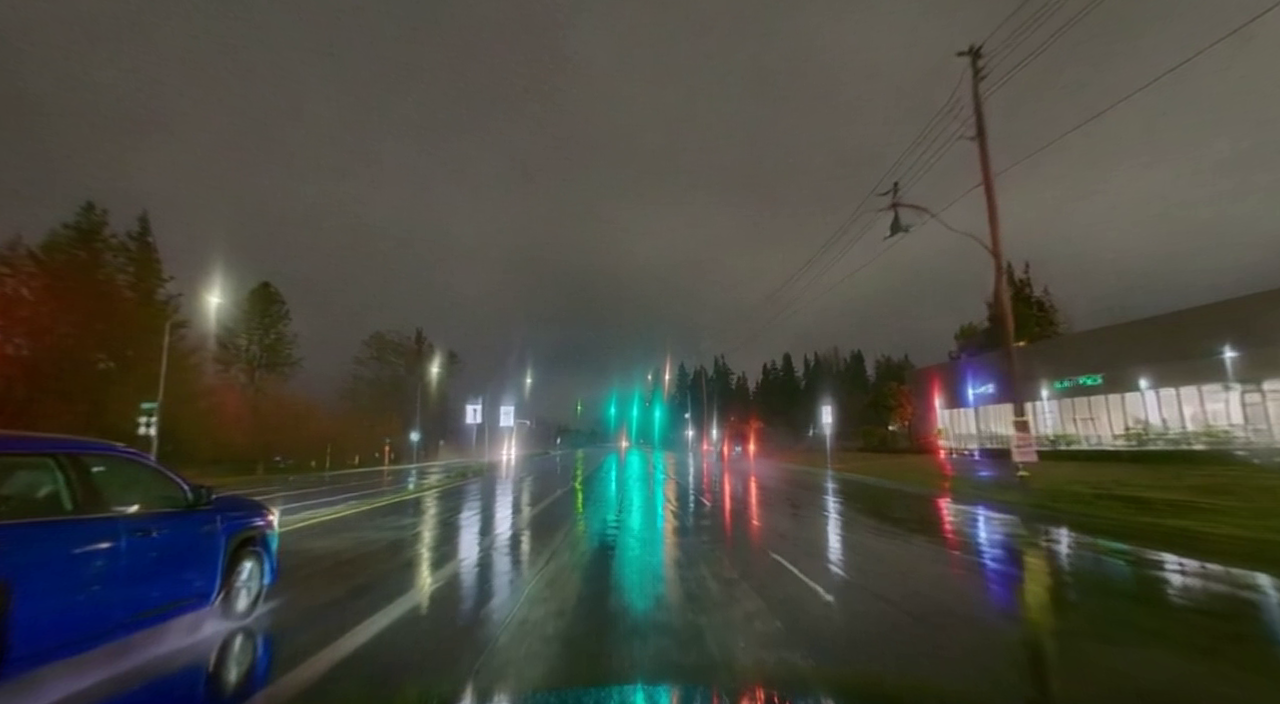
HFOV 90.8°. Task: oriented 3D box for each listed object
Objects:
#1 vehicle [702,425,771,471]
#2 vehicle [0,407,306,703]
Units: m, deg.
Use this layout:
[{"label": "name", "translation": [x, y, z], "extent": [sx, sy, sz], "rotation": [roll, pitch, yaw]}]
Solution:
[{"label": "vehicle", "translation": [4.597, 4.715, 31.141], "extent": [2.476, 2.016, 5.586], "rotation": [0, -8, 0]}, {"label": "vehicle", "translation": [-3.888, 1.047, 3.209], "extent": [2.017, 1.470, 4.293], "rotation": [0, -8, 0]}]
